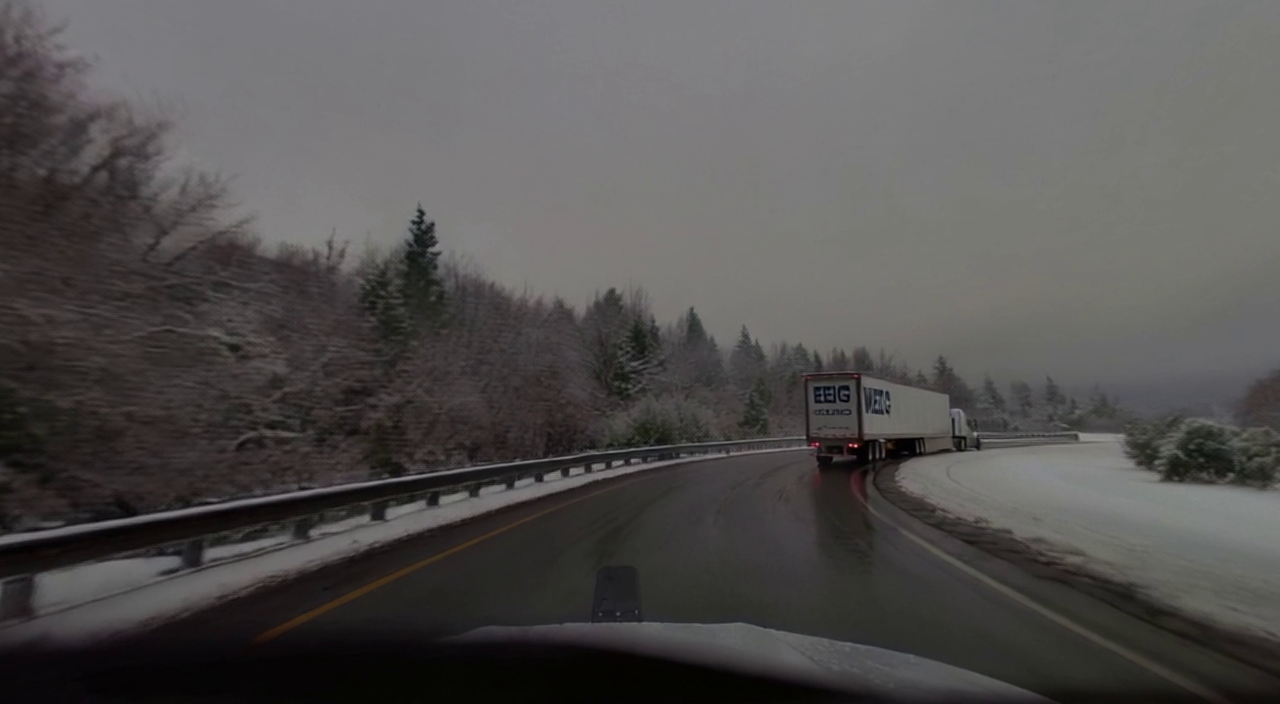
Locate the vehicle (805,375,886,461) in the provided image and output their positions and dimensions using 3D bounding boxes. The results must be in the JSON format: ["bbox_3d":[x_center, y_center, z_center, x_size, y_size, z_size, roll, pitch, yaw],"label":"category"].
[{"bbox_3d":[9.775,3.160,29.780,2.963,3.771,3.137,-4,-9,28],"label":"vehicle"}]

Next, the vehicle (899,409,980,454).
[{"bbox_3d":[18.587,4.931,38.824,6.650,2.524,2.120,7,-10,-42],"label":"vehicle"}]
